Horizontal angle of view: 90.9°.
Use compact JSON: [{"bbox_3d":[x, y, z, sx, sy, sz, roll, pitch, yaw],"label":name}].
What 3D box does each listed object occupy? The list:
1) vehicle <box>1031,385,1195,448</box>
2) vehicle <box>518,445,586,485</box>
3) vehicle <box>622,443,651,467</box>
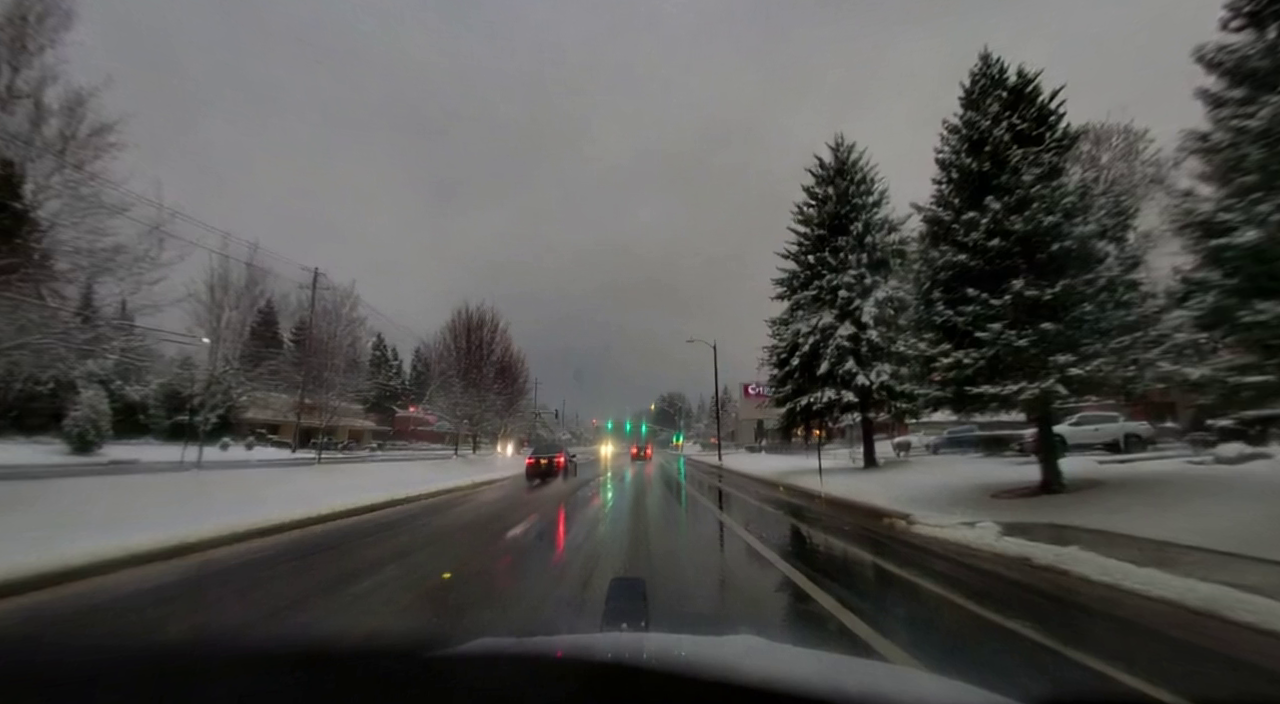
[{"bbox_3d":[15.902,2.264,21.475,3.888,1.599,1.922,-8,-13,20],"label":"vehicle"},{"bbox_3d":[-3.439,4.508,25.509,2.015,1.470,4.458,0,-8,1],"label":"vehicle"},{"bbox_3d":[-0.279,8.048,49.490,2.153,1.764,4.047,0,-8,-1],"label":"vehicle"}]
